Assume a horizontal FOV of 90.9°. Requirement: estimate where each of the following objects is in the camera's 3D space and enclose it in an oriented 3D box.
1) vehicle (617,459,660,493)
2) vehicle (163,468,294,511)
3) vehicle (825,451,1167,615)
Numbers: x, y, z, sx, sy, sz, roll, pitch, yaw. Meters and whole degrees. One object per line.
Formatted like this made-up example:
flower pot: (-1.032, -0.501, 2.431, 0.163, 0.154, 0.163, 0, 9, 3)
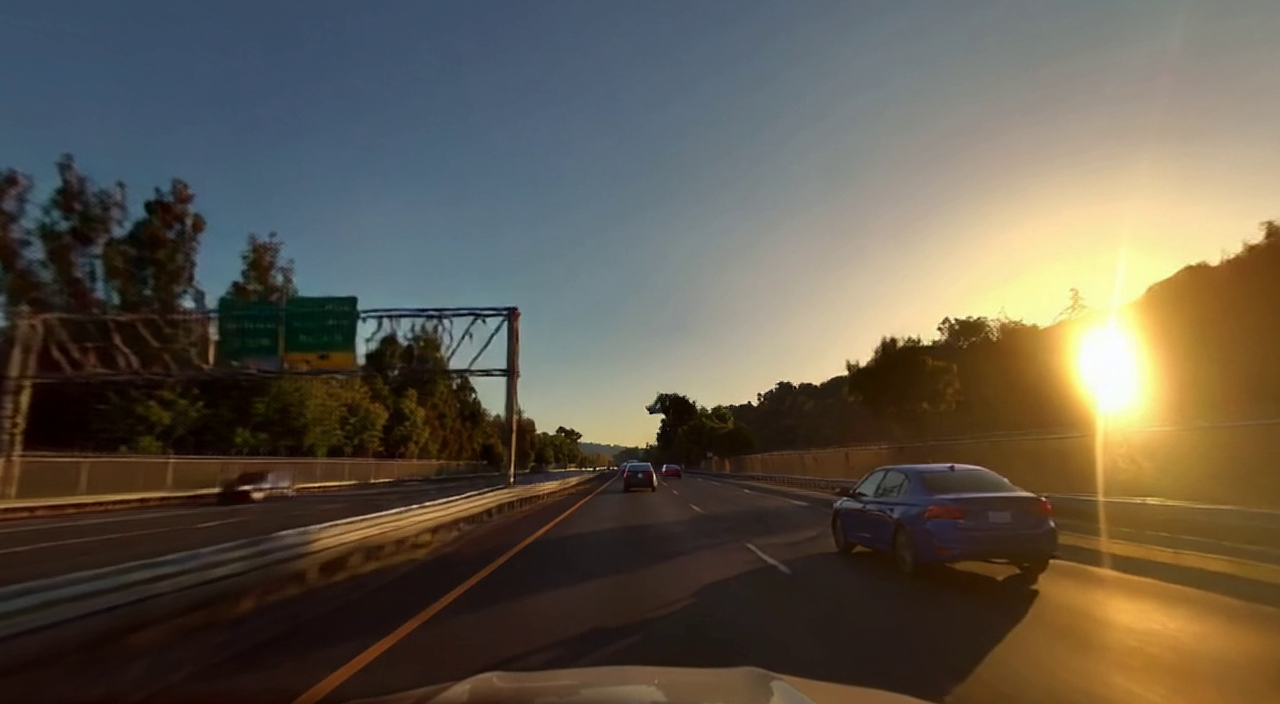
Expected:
vehicle: (-0.063, 6.330, 32.227, 2.037, 1.605, 3.833, 1, -11, 0)
vehicle: (-15.301, 5.125, 23.773, 1.930, 1.436, 4.372, 1, -11, 1)
vehicle: (3.966, 2.091, 8.026, 1.938, 1.494, 4.032, 1, -11, -1)
